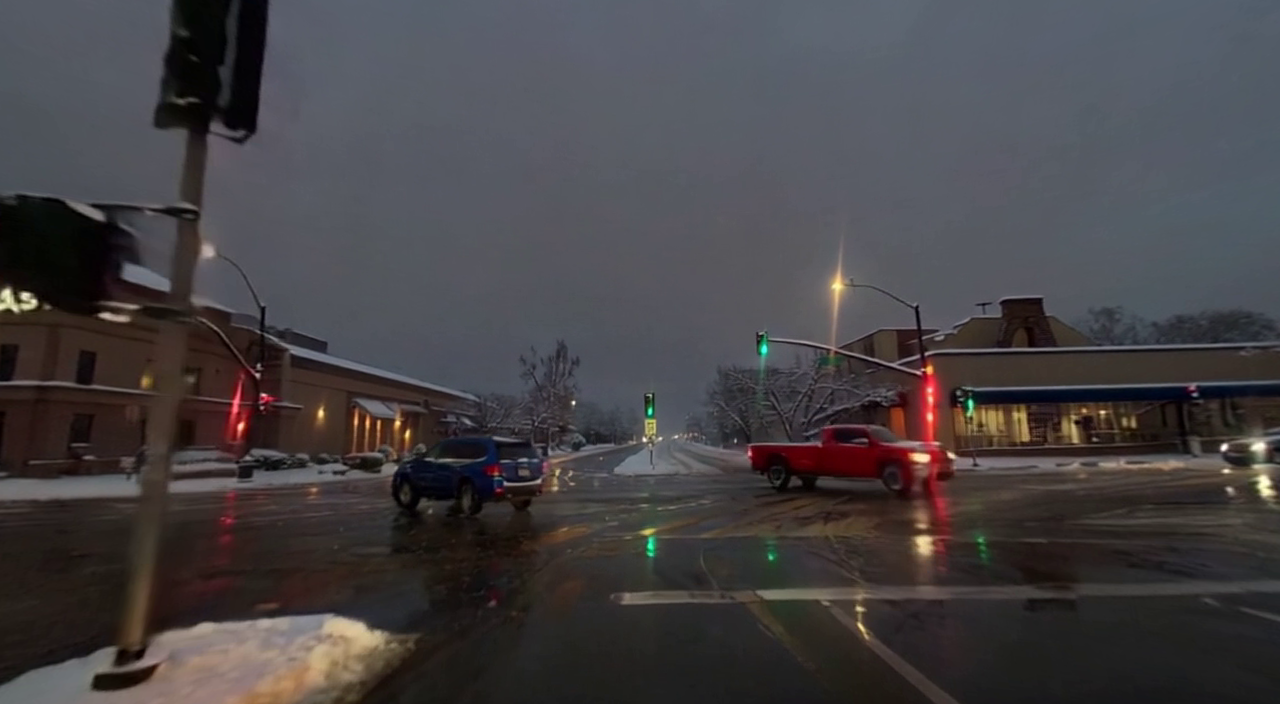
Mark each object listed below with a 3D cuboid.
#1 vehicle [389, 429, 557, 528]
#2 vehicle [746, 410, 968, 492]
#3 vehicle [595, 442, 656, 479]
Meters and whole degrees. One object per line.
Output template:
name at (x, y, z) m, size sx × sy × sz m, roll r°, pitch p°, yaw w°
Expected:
vehicle at (-3.829, 2.656, 13.917) m, size 2.238 × 1.762 × 4.445 m, roll 5°, pitch -10°, yaw -32°
vehicle at (6.701, 3.114, 20.068) m, size 5.960 × 2.200 × 2.708 m, roll -8°, pitch -11°, yaw 41°
vehicle at (-0.801, 5.127, 30.133) m, size 2.142 × 1.607 × 4.733 m, roll 1°, pitch -9°, yaw -11°
